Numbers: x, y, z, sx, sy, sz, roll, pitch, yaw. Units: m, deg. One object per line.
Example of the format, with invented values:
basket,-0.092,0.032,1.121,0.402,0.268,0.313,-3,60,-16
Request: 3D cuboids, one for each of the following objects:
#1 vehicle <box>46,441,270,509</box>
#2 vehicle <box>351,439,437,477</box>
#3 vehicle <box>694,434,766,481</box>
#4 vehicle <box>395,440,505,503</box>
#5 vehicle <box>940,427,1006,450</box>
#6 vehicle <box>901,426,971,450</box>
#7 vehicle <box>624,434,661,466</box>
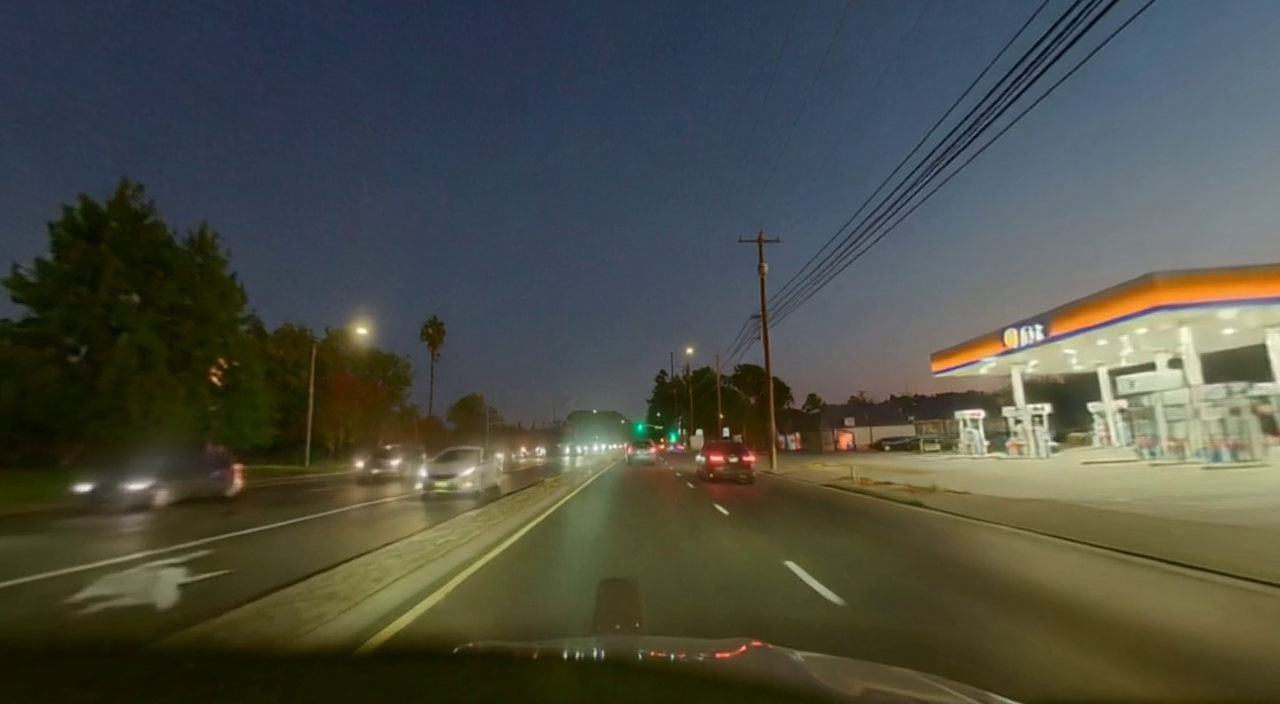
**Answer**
vehicle,-12.488,3.182,16.937,2.264,1.515,4.718,-1,-8,1
vehicle,-11.612,5.023,30.194,2.186,1.607,4.488,-1,-8,1
vehicle,3.335,4.026,24.344,1.990,1.592,4.294,0,-8,-2
vehicle,-4.930,3.129,16.959,1.816,1.484,3.629,0,-8,0
vehicle,26.221,6.860,49.925,1.970,1.691,4.262,3,-9,-22
vehicle,23.248,6.803,49.808,2.187,1.757,4.663,3,-9,-22
vehicle,0.115,5.995,38.858,2.163,1.825,4.073,0,-8,0
